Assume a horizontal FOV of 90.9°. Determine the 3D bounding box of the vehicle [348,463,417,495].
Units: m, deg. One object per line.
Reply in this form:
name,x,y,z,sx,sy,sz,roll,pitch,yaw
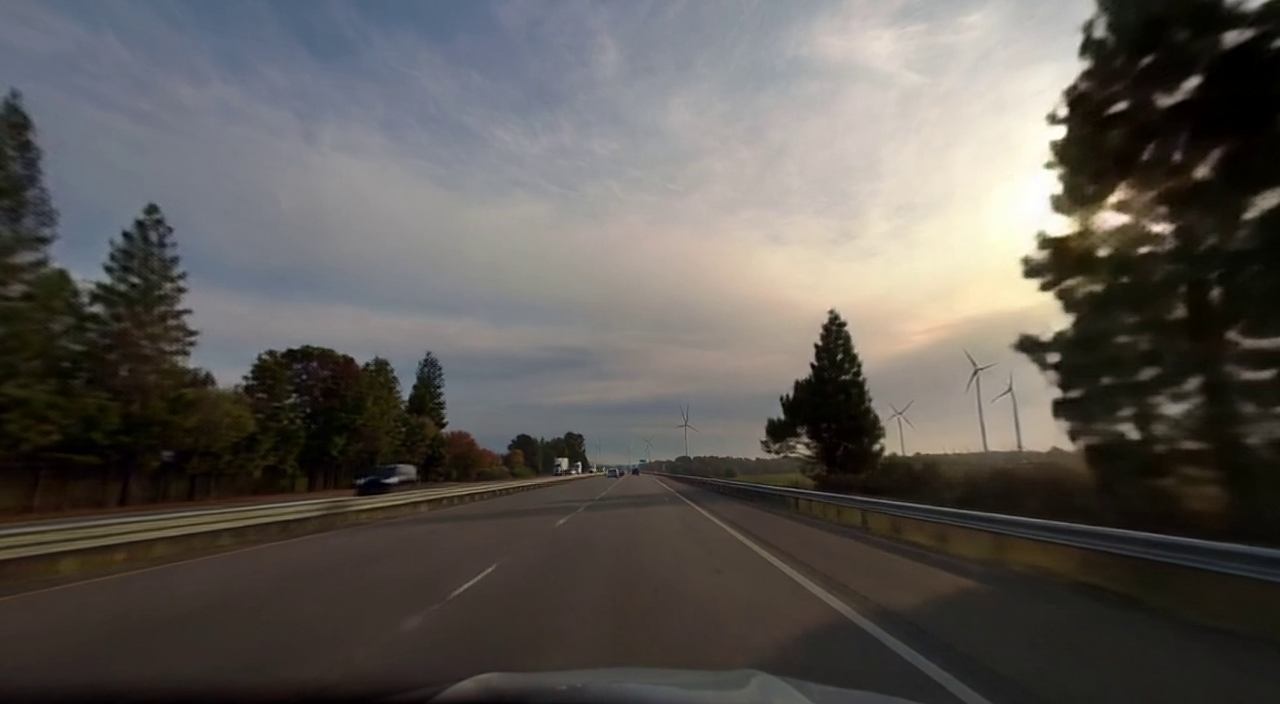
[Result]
vehicle,-15.687,7.737,38.687,1.990,1.777,5.101,0,-10,1
